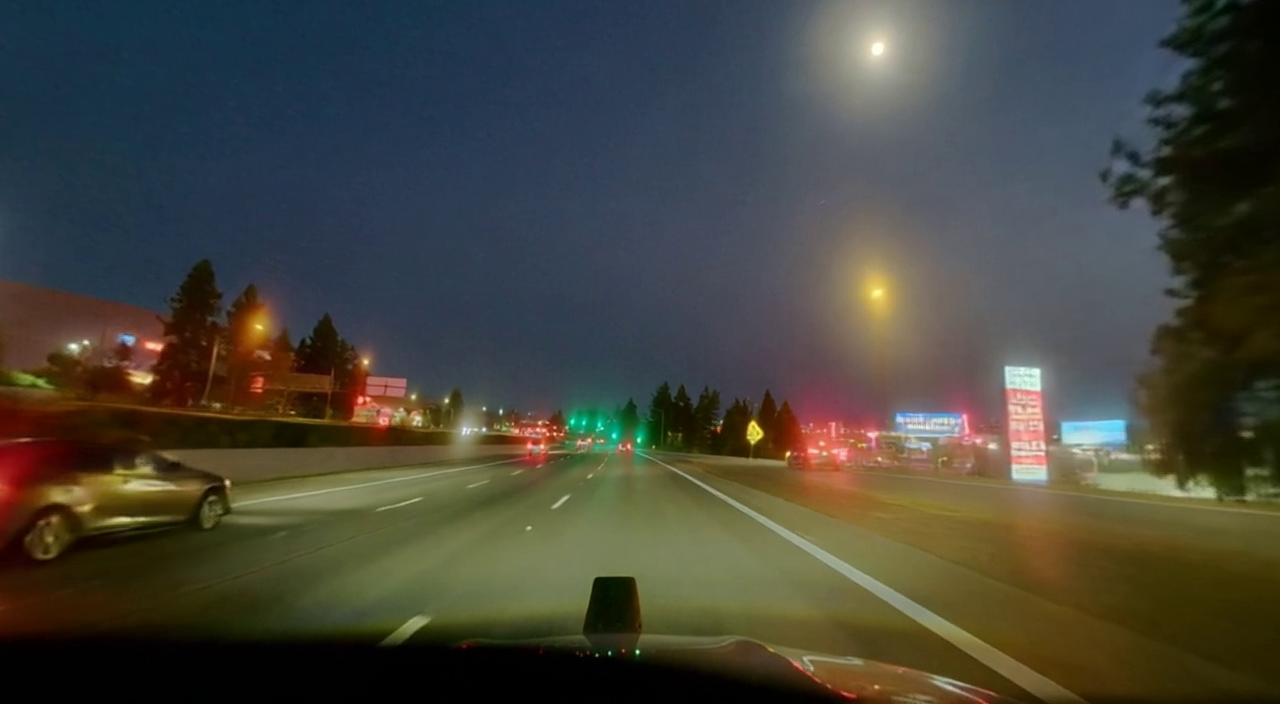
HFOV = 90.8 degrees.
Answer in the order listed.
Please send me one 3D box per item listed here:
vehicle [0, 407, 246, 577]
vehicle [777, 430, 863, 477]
[{"bbox_3d":[-7.413,1.618,7.706,2.030,1.672,4.913,0,-9,0],"label":"vehicle"},{"bbox_3d":[7.497,4.269,26.759,2.023,1.782,4.193,1,-9,-6],"label":"vehicle"}]
